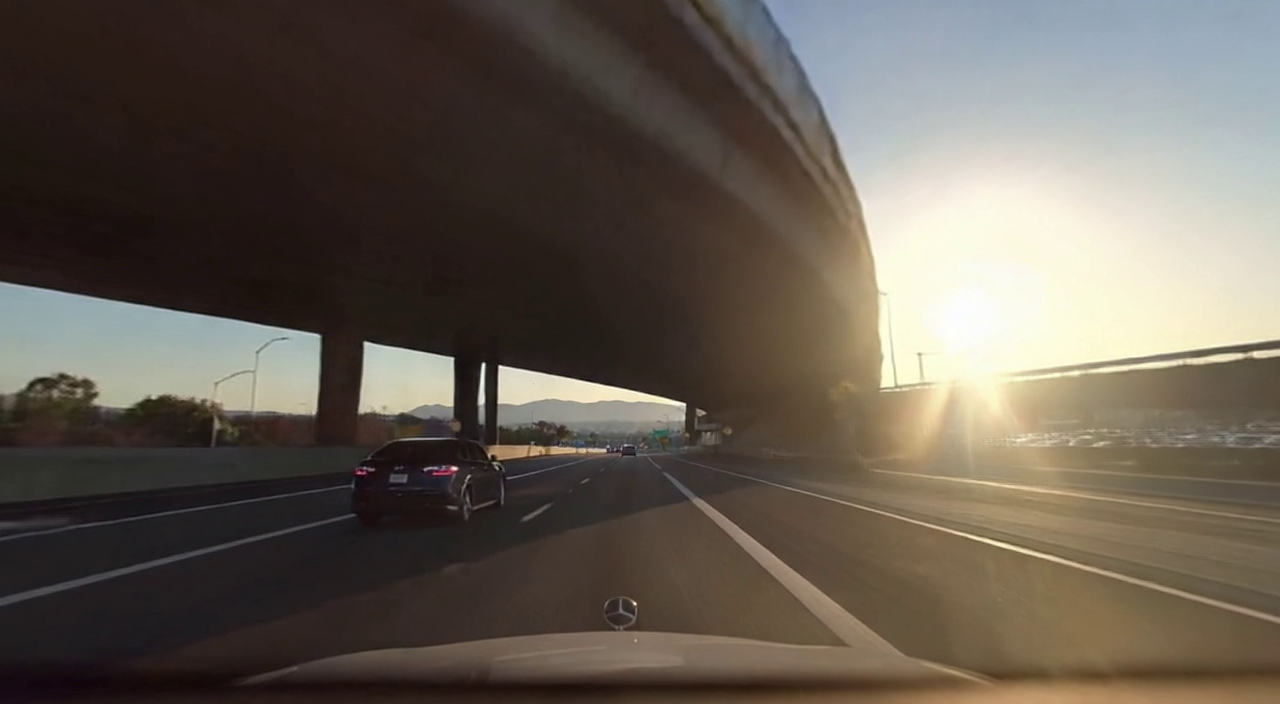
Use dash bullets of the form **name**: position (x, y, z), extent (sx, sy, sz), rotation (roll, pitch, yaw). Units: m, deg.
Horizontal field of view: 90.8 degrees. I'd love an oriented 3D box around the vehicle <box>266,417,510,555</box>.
- **vehicle**: position (-3.580, 1.989, 10.091), extent (2.178, 1.699, 4.321), rotation (0, -8, -1)
